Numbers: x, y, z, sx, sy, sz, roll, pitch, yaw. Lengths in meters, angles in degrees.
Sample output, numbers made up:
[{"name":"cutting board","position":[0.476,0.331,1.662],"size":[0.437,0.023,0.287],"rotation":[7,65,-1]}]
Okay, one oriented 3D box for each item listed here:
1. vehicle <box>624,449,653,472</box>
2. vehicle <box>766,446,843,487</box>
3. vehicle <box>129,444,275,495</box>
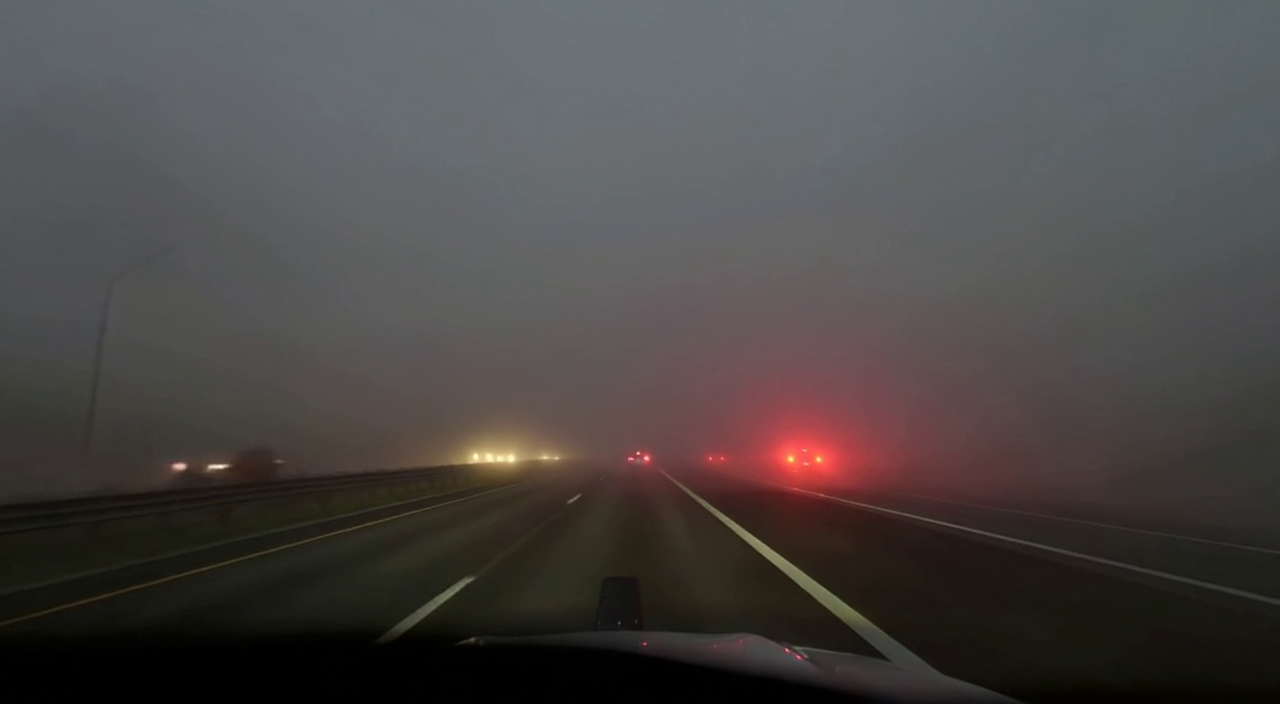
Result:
[{"name":"vehicle","position":[-0.103,7.840,45.396],"size":[2.025,1.526,4.181],"rotation":[0,-9,0]},{"name":"vehicle","position":[6.864,4.817,26.694],"size":[2.008,1.533,4.592],"rotation":[0,-9,-1]},{"name":"vehicle","position":[-15.656,4.202,22.806],"size":[1.935,1.622,4.608],"rotation":[-1,-9,1]}]
